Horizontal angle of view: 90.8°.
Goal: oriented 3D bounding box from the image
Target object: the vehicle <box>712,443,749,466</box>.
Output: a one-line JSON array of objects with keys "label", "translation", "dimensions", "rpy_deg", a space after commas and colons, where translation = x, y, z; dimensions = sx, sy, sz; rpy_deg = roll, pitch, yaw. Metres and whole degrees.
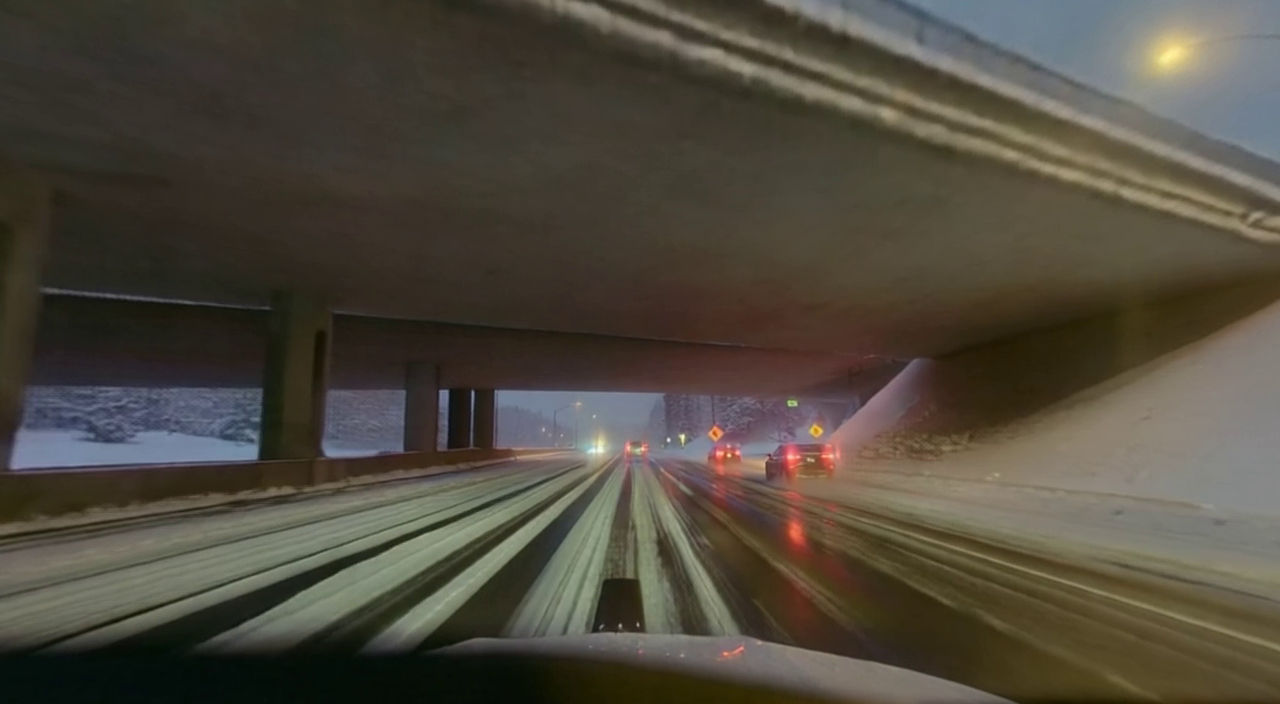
[{"label": "vehicle", "translation": [6.862, 7.797, 48.284], "dimensions": [2.075, 1.611, 4.421], "rpy_deg": [0, -8, -1]}]

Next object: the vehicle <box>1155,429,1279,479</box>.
[{"label": "vehicle", "translation": [19.937, 3.309, 20.637], "dimensions": [1.821, 1.479, 5.004], "rpy_deg": [0, -8, -3]}]
